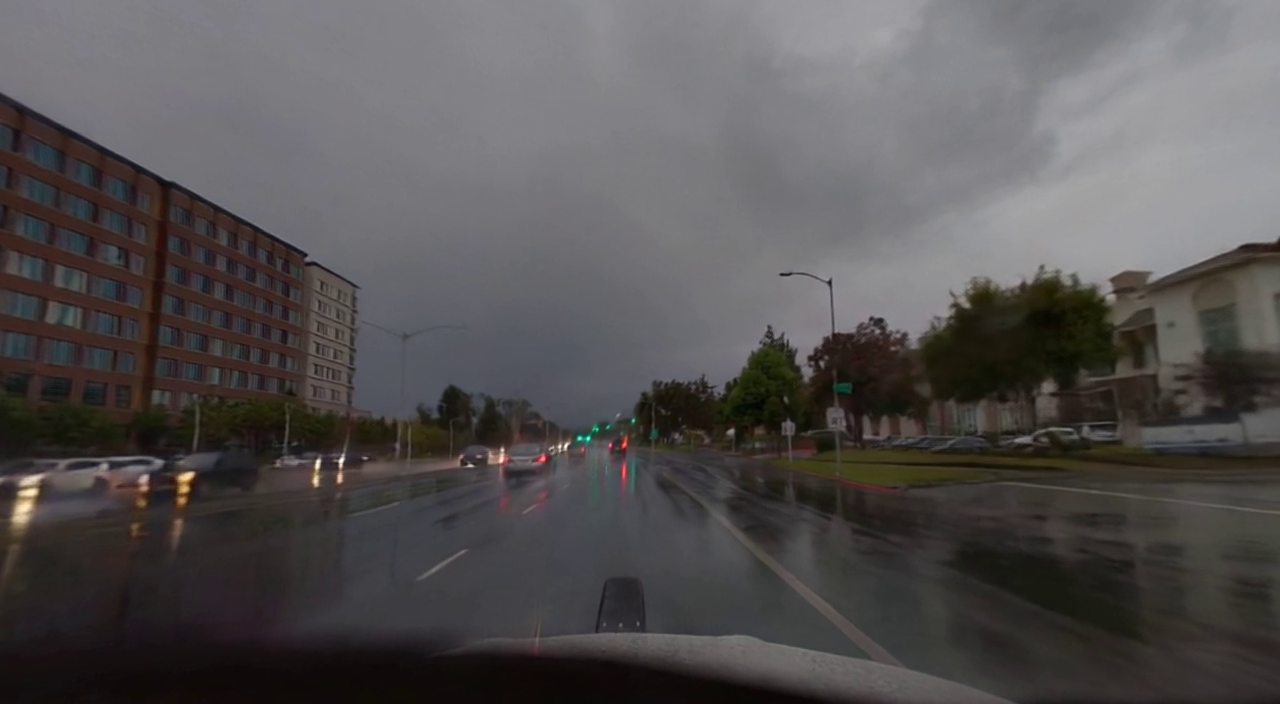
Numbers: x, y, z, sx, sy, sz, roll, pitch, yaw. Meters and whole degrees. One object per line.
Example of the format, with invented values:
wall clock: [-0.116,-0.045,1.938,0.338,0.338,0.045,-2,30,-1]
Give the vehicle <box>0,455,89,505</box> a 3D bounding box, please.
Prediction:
vehicle: [-22.931,4.632,22.917,1.891,1.625,4.366,-1,-8,1]

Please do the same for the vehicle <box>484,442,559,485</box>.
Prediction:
vehicle: [-4.348,4.138,23.889,2.025,1.474,4.292,0,-8,0]

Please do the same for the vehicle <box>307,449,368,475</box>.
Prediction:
vehicle: [-22.654,8.222,47.554,2.201,1.782,4.675,0,-8,1]

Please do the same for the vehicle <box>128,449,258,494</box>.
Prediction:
vehicle: [-19.112,5.069,27.340,2.121,1.682,4.696,-1,-8,1]
